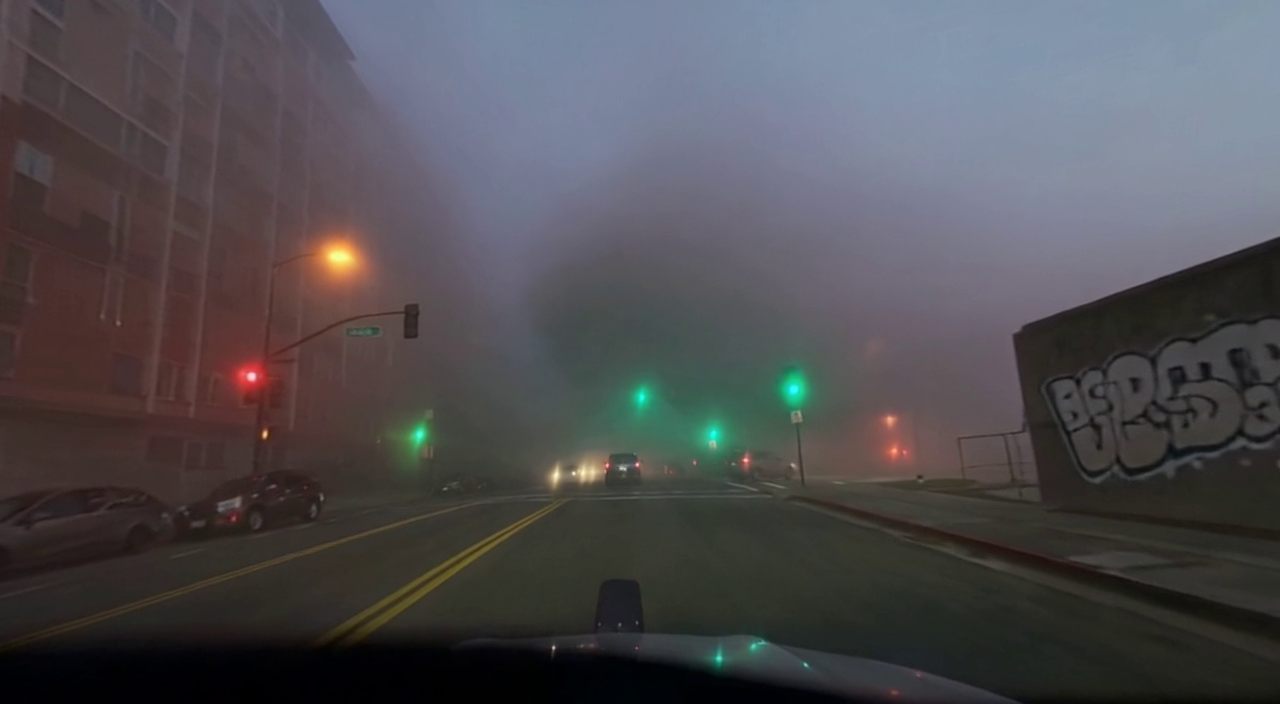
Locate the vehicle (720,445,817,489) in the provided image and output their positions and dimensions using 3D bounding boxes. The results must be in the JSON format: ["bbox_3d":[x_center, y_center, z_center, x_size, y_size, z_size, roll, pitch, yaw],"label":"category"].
[{"bbox_3d":[5.795,5.071,28.259,2.207,1.761,4.292,-8,-12,43],"label":"vehicle"}]

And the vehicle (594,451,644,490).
[{"bbox_3d":[-0.923,5.409,29.217,2.166,1.579,4.300,0,-8,-1],"label":"vehicle"}]

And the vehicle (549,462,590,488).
[{"bbox_3d":[-4.341,7.656,39.520,2.095,1.447,4.202,0,-8,0],"label":"vehicle"}]

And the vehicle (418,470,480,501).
[{"bbox_3d":[-10.862,7.606,36.295,2.070,1.476,4.508,-1,-8,1],"label":"vehicle"}]

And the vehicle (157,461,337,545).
[{"bbox_3d":[-11.021,4.182,18.248,2.199,1.717,4.888,-6,-8,-2],"label":"vehicle"}]

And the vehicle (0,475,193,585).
[{"bbox_3d":[-11.106,3.316,12.064,1.931,1.499,4.645,-5,-8,-2],"label":"vehicle"}]
